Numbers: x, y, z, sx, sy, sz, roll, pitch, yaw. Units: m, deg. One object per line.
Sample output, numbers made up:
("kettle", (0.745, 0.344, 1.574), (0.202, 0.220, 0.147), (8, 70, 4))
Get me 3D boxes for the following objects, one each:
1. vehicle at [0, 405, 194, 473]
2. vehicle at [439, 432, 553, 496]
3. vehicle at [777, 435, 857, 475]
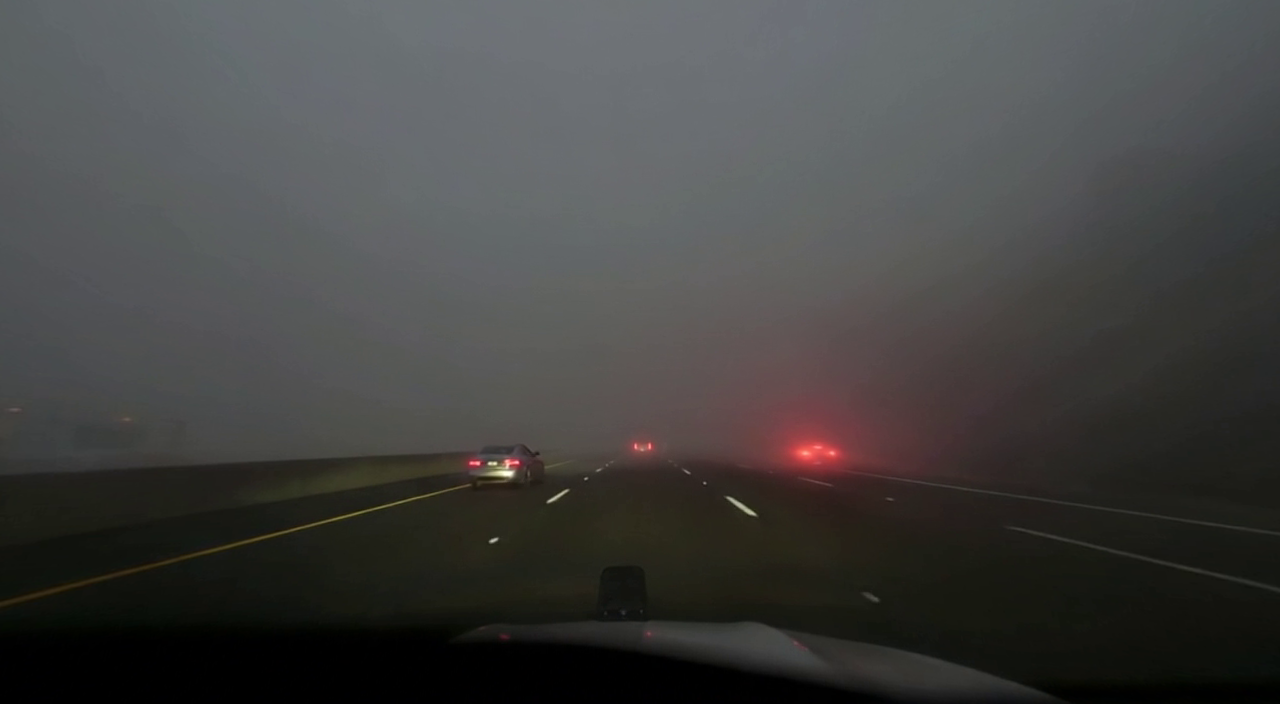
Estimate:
("vehicle", (-38.968, 6.198, 44.090), (2.870, 3.956, 16.880), (0, -8, 0))
("vehicle", (-3.815, 3.058, 17.504), (2.050, 1.546, 4.344), (0, -8, 1))
("vehicle", (7.292, 4.309, 26.447), (1.870, 1.493, 5.015), (0, -8, -1))
